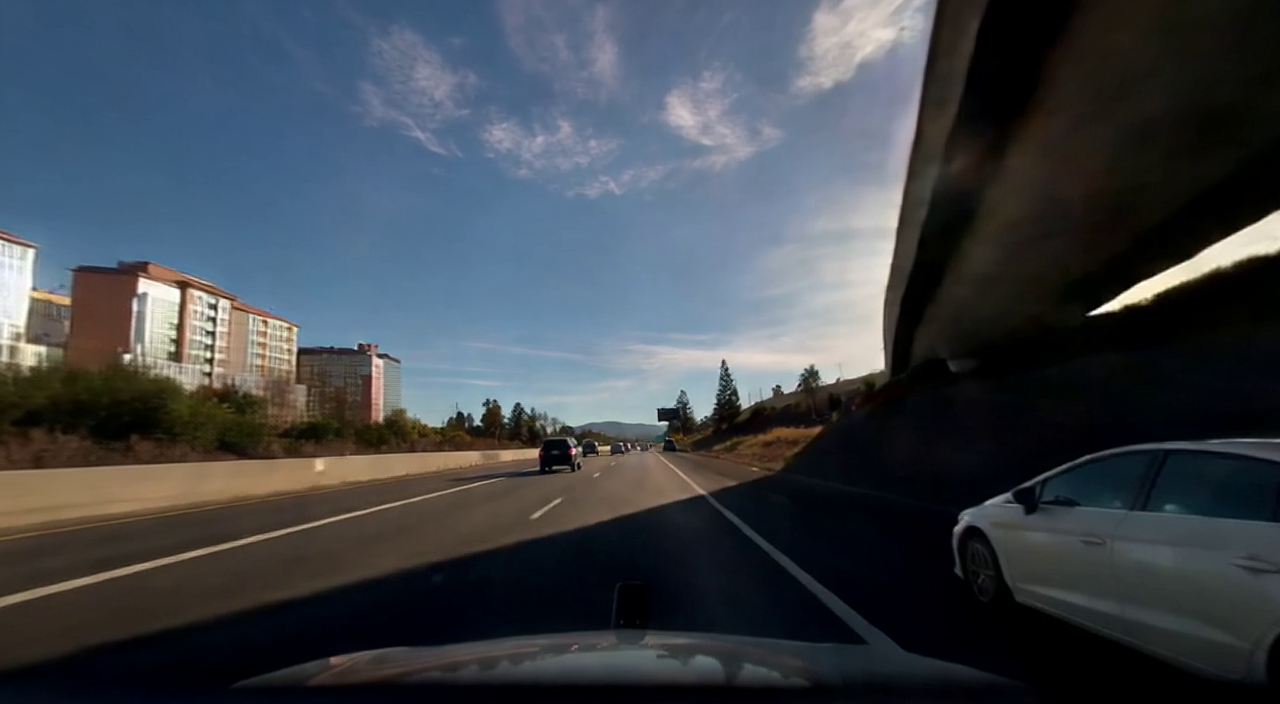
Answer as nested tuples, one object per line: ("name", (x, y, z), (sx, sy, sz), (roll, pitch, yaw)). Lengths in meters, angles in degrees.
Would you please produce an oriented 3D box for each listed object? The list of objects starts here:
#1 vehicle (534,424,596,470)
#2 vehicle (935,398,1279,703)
("vehicle", (-3.929, 5.154, 34.116), (2.496, 2.203, 6.317), (0, -9, 1))
("vehicle", (3.600, 1.034, 2.986), (2.047, 1.532, 4.884), (0, -9, 0))
